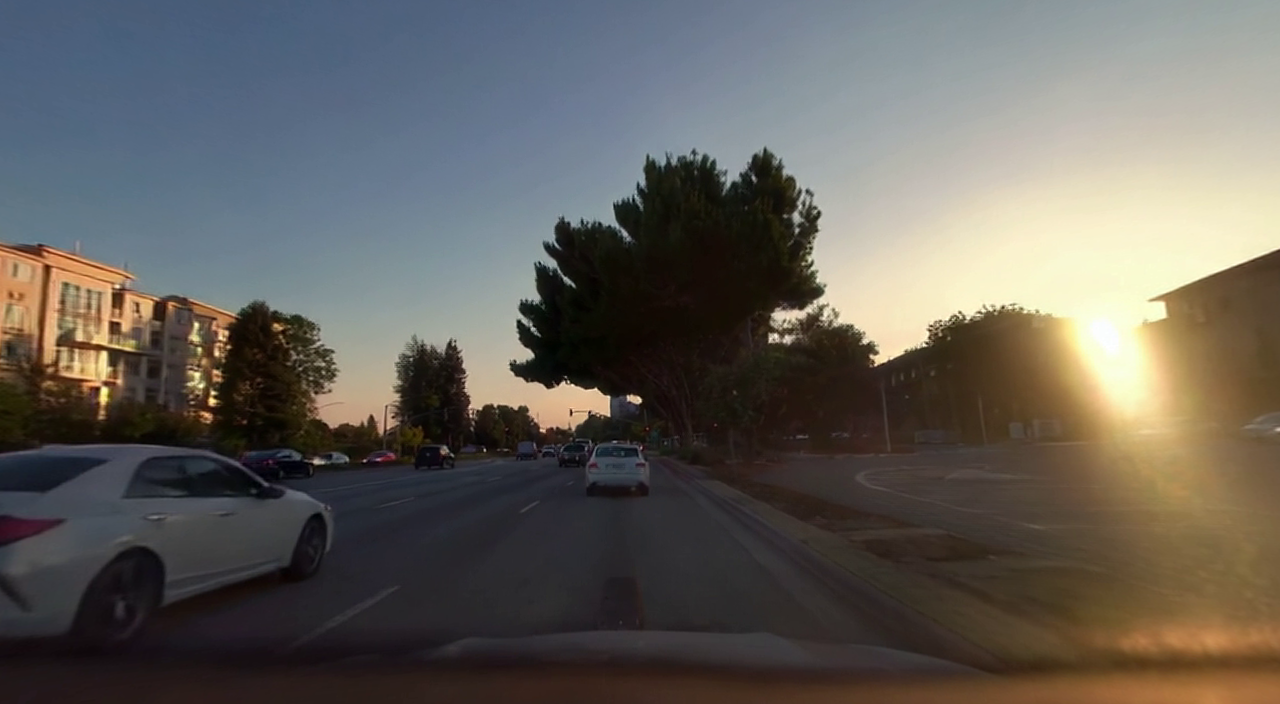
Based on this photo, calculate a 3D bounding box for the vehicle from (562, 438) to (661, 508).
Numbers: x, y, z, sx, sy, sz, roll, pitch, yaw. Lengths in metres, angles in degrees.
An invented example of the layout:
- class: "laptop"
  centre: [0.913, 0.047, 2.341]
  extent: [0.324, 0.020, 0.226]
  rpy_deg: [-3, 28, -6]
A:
- class: "vehicle"
  centre: [-0.664, 2.930, 15.708]
  extent: [2.099, 1.469, 4.389]
  rpy_deg: [0, -9, -1]

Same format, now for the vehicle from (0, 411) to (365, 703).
- class: "vehicle"
  centre: [-4.218, 1.353, 4.976]
  extent: [2.032, 1.515, 4.641]
  rpy_deg: [0, -9, 0]

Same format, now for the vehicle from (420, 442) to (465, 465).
- class: "vehicle"
  centre: [-15.345, 7.939, 49.220]
  extent: [2.064, 1.686, 4.380]
  rpy_deg: [0, -9, 0]

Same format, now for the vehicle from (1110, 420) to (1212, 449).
- class: "vehicle"
  centre: [26.633, 4.248, 32.350]
  extent: [3.719, 1.416, 1.741]
  rpy_deg: [0, -9, -5]
